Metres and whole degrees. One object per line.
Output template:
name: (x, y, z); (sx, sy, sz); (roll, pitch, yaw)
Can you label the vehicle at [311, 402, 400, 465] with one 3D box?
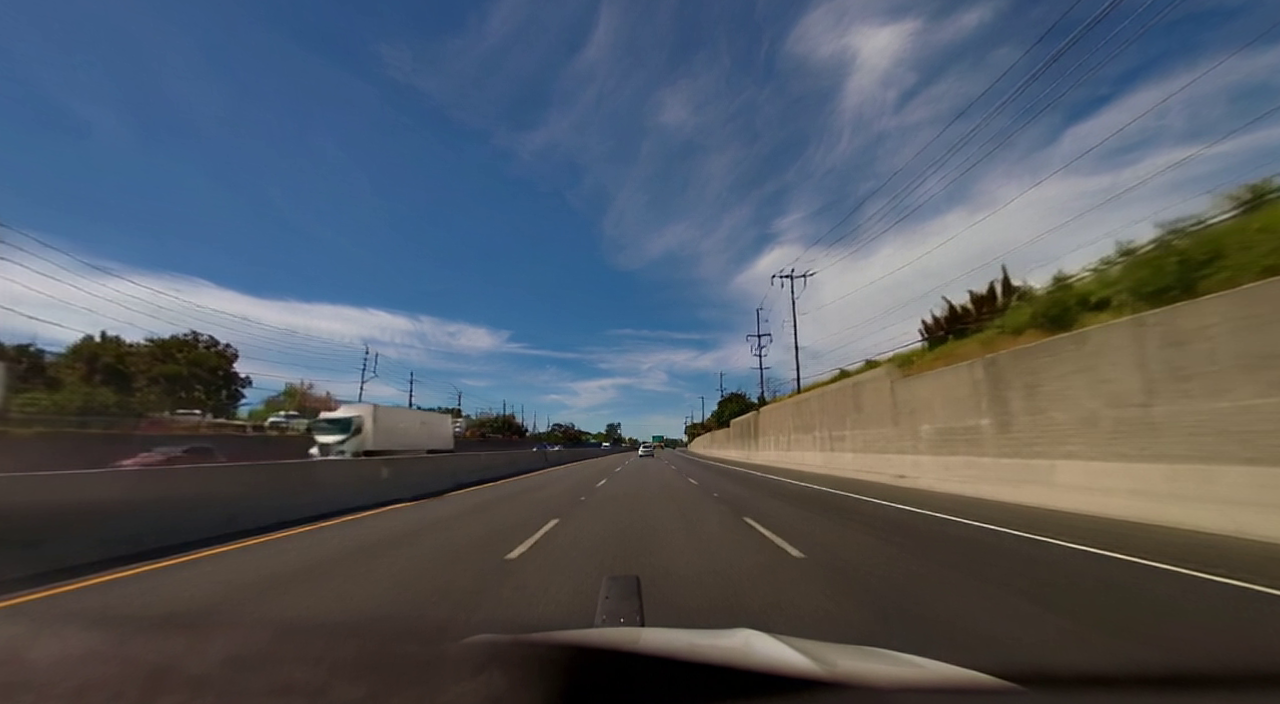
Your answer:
vehicle: (-18.958, 5.559, 42.496); (3.013, 3.943, 5.919); (0, -9, 1)
